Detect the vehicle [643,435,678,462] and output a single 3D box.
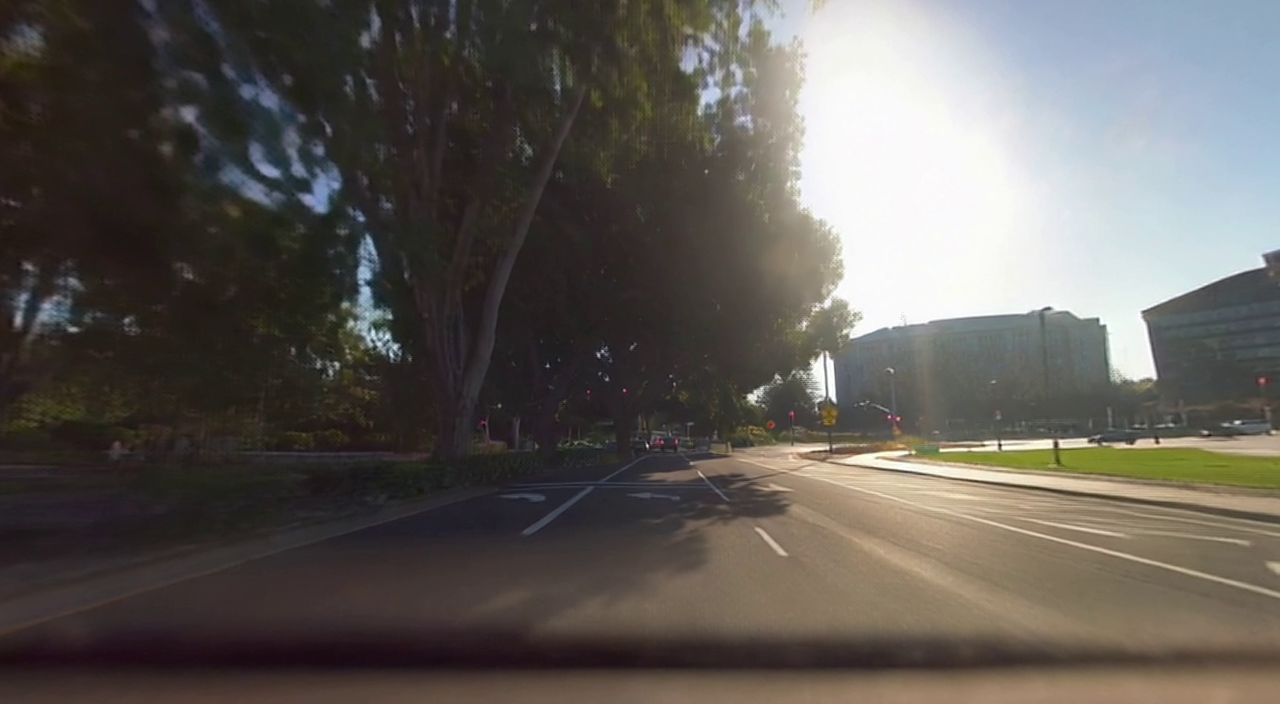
[{"bbox_3d":[1.461,6.612,43.246,2.298,1.770,4.138,-1,-8,3],"label":"vehicle"}]
